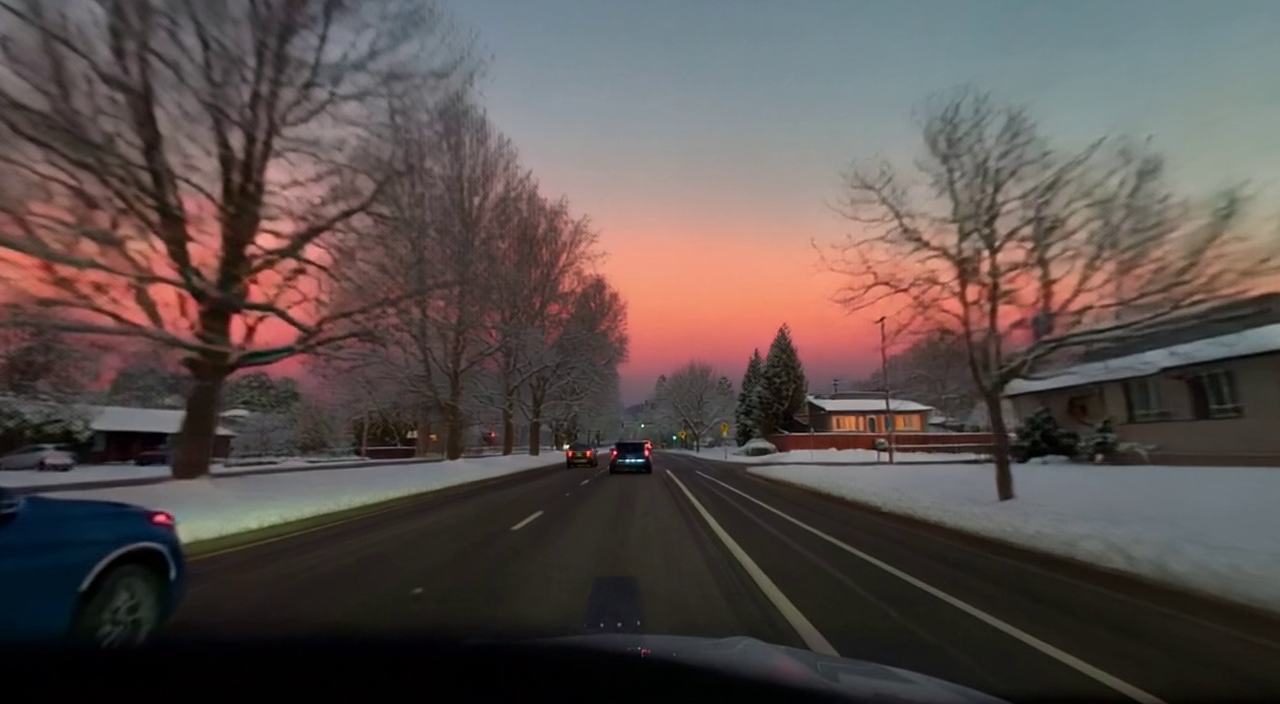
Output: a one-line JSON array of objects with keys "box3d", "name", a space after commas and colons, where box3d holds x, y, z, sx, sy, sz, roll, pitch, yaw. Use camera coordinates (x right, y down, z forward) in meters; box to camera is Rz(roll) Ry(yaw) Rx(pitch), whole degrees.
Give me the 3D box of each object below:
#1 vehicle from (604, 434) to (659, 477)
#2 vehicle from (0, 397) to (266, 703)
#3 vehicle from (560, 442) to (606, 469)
[{"box3d": [-0.343, 4.495, 27.513, 2.220, 1.742, 4.047, 0, -8, 0], "name": "vehicle"}, {"box3d": [-3.735, 0.820, 1.877, 2.105, 1.469, 4.978, 0, -8, 1], "name": "vehicle"}, {"box3d": [-3.128, 5.776, 35.231, 2.032, 1.433, 4.458, 0, -8, 2], "name": "vehicle"}]
